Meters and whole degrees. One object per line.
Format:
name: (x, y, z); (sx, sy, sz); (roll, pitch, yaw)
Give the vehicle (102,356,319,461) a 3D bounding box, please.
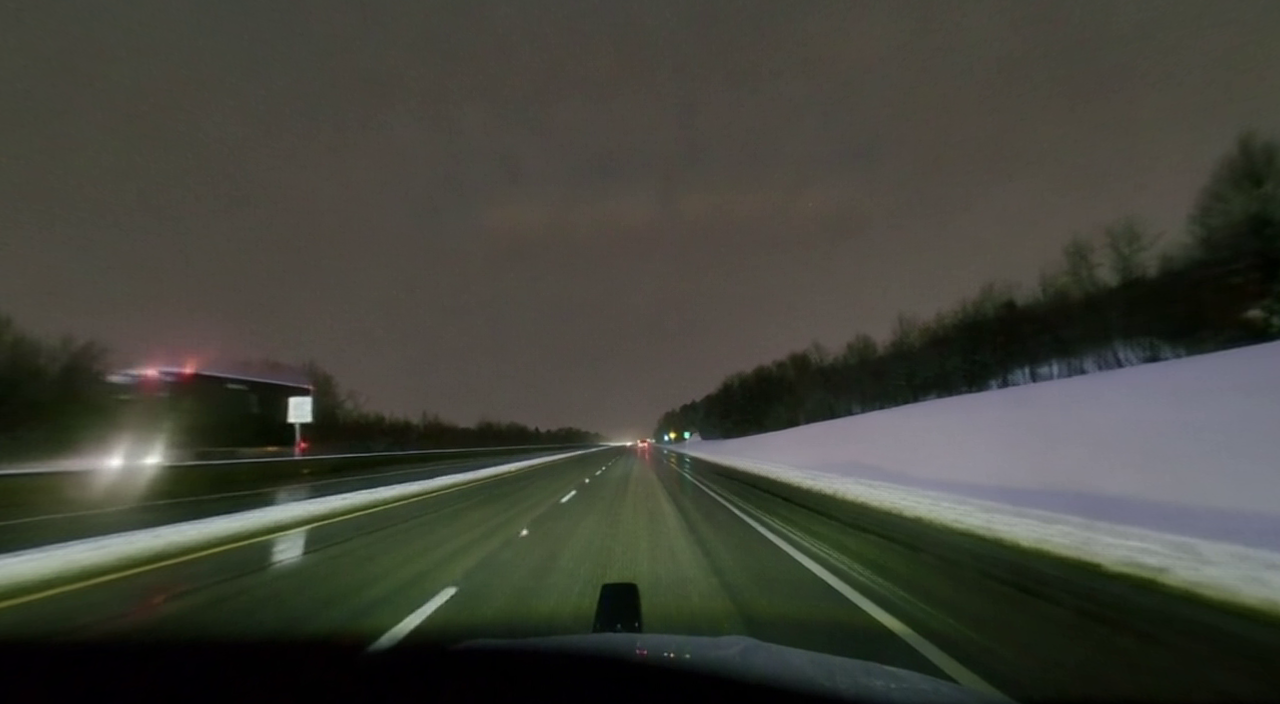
vehicle: (-23.154, 3.531, 35.474); (3.255, 4.833, 12.518); (-1, -8, 0)
